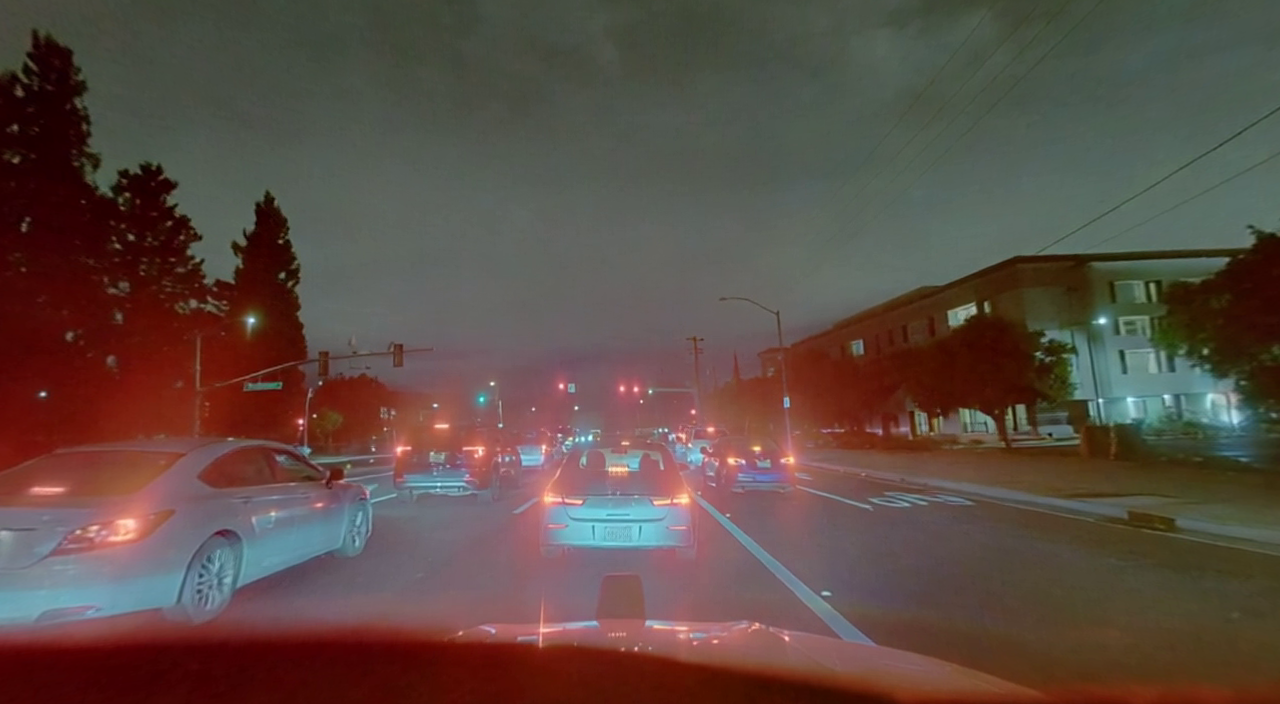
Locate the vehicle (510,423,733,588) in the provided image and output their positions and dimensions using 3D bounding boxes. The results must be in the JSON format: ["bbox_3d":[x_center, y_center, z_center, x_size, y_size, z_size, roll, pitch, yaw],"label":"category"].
[{"bbox_3d":[-0.232,1.684,7.806,2.007,1.467,4.059,0,-8,-2],"label":"vehicle"}]

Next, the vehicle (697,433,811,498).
[{"bbox_3d":[2.801,2.914,16.609,1.978,1.452,4.381,0,-8,-3],"label":"vehicle"}]

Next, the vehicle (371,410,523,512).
[{"bbox_3d":[-4.029,2.367,14.122,2.054,1.881,4.469,0,-8,-1],"label":"vehicle"}]

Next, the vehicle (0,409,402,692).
[{"bbox_3d":[-3.861,1.352,5.471,1.985,1.467,4.224,0,-8,-1],"label":"vehicle"}]
